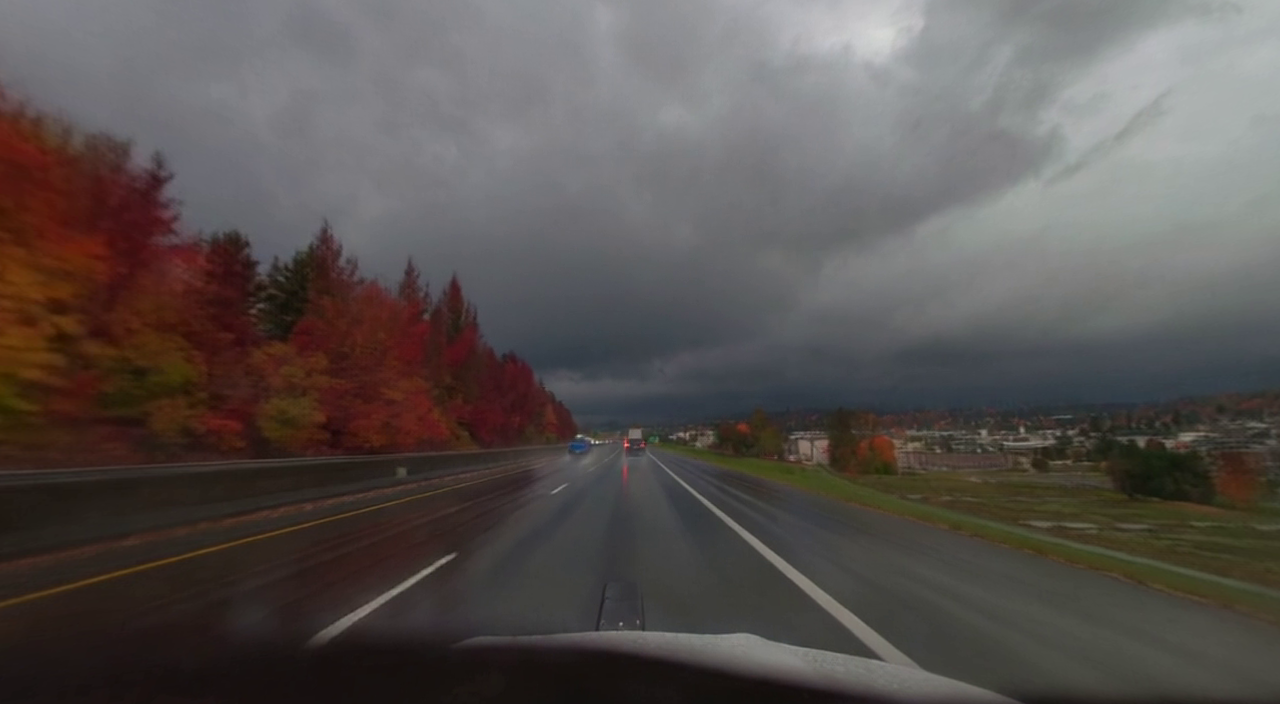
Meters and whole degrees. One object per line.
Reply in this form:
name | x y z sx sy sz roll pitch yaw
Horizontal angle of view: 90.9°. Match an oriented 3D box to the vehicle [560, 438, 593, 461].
vehicle | -4.581 7.135 46.152 2.002 1.553 4.247 0 -8 -1
